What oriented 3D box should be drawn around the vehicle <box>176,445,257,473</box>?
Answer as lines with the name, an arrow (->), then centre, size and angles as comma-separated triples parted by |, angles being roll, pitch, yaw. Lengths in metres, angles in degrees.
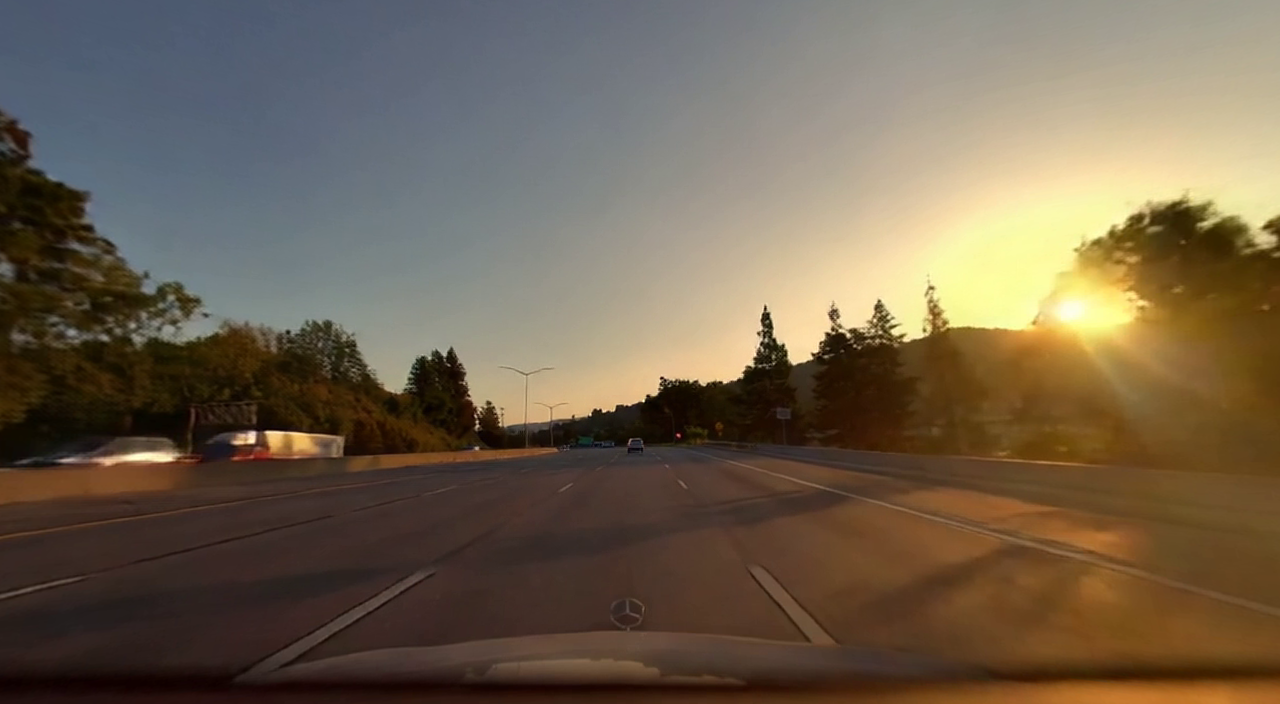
vehicle -> -28.006, 7.076, 41.893 | 2.064, 1.707, 4.753 | 0, -8, 0

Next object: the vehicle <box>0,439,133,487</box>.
vehicle -> -25.072, 4.609, 26.688 | 2.338, 1.765, 5.836 | 0, -8, 1
